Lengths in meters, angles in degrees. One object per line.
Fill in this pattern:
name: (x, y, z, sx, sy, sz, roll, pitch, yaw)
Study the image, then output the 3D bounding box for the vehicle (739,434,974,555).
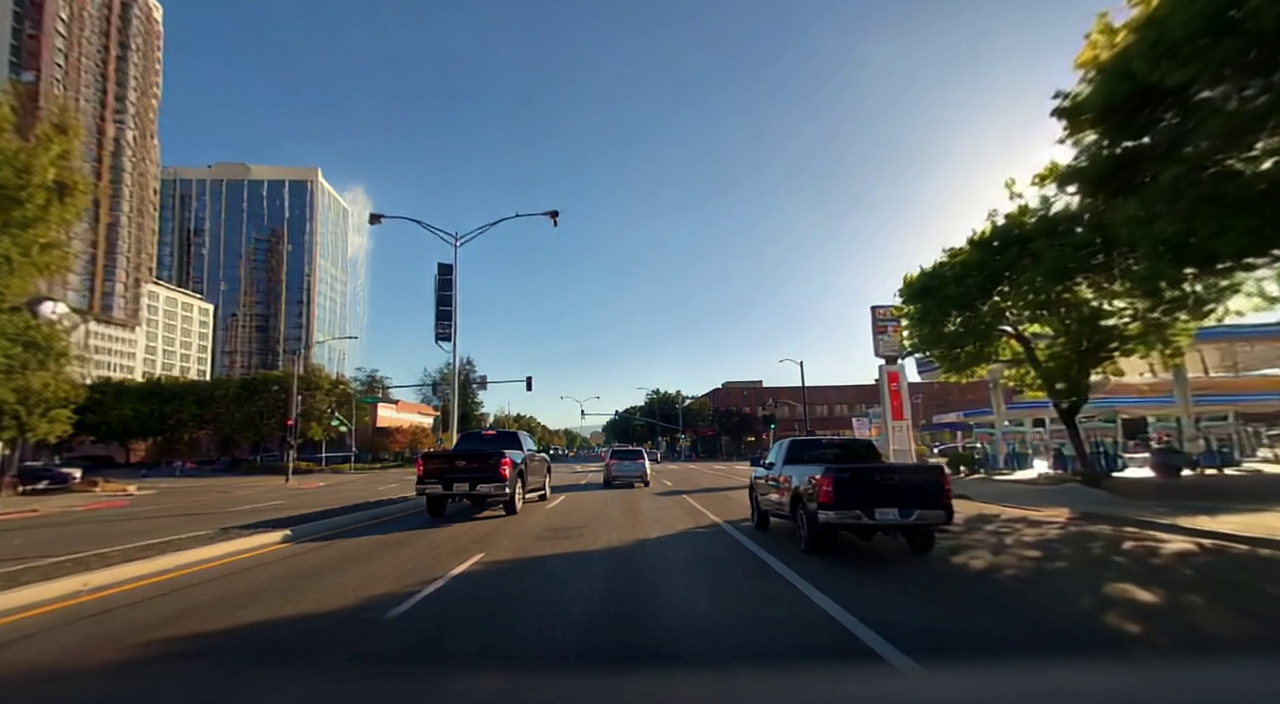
vehicle: (3.054, 2.115, 10.151, 2.061, 1.487, 4.462, 0, -9, -2)

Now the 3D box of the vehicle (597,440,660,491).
vehicle: (-0.415, 3.959, 22.314, 2.029, 1.605, 3.827, 0, -9, -2)

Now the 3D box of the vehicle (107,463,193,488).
vehicle: (-36.272, 9.087, 46.834, 1.929, 1.636, 4.589, -7, -11, 38)

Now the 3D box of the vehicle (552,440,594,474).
vehicle: (-4.209, 6.718, 40.689, 2.321, 2.026, 5.307, 0, -9, -2)

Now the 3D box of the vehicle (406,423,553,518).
vehicle: (-3.613, 2.811, 15.566, 2.195, 1.905, 5.634, 0, -9, -1)
